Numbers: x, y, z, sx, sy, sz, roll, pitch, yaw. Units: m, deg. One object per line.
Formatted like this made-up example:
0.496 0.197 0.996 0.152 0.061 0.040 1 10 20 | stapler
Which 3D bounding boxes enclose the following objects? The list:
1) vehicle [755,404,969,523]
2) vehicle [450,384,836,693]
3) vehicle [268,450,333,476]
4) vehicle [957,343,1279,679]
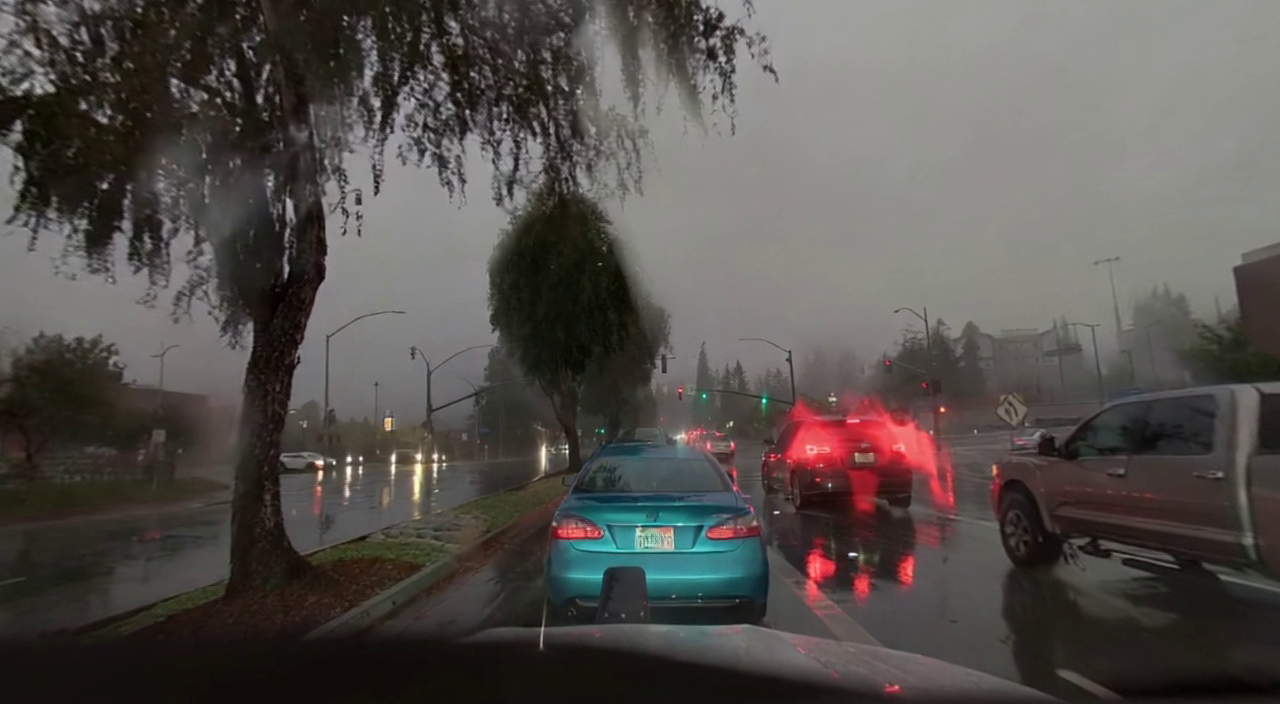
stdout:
4.179 2.239 13.266 2.319 1.930 5.651 0 -8 -1 | vehicle
-0.014 1.311 5.526 2.116 1.677 3.948 0 -8 -1 | vehicle
-24.056 7.841 44.892 1.798 1.706 4.385 -1 -8 6 | vehicle
4.490 1.019 4.541 2.019 1.803 4.634 -1 -8 1 | vehicle
